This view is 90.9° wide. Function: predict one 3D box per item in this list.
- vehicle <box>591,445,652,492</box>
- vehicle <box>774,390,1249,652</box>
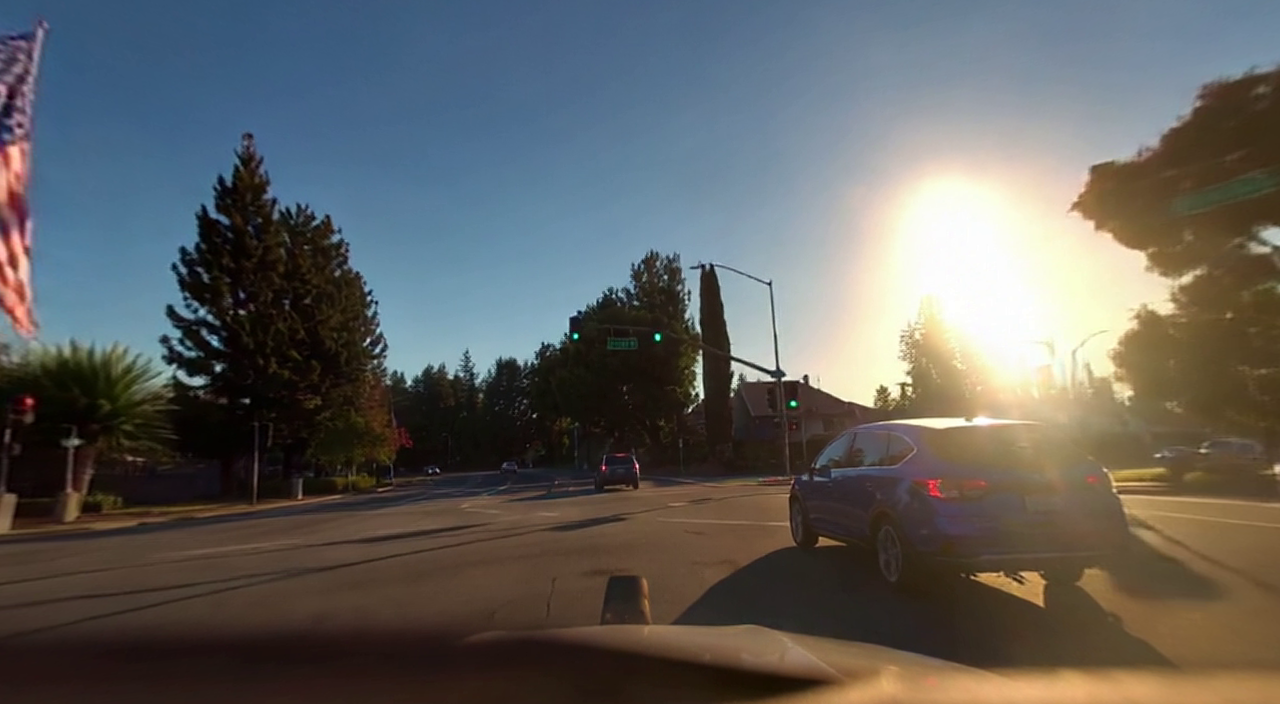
[{"bbox_3d":[-0.912,4.944,27.183,2.185,1.822,4.583,1,-8,-7],"label":"vehicle"},{"bbox_3d":[2.908,1.431,6.456,2.024,1.686,4.588,0,-8,0],"label":"vehicle"}]
